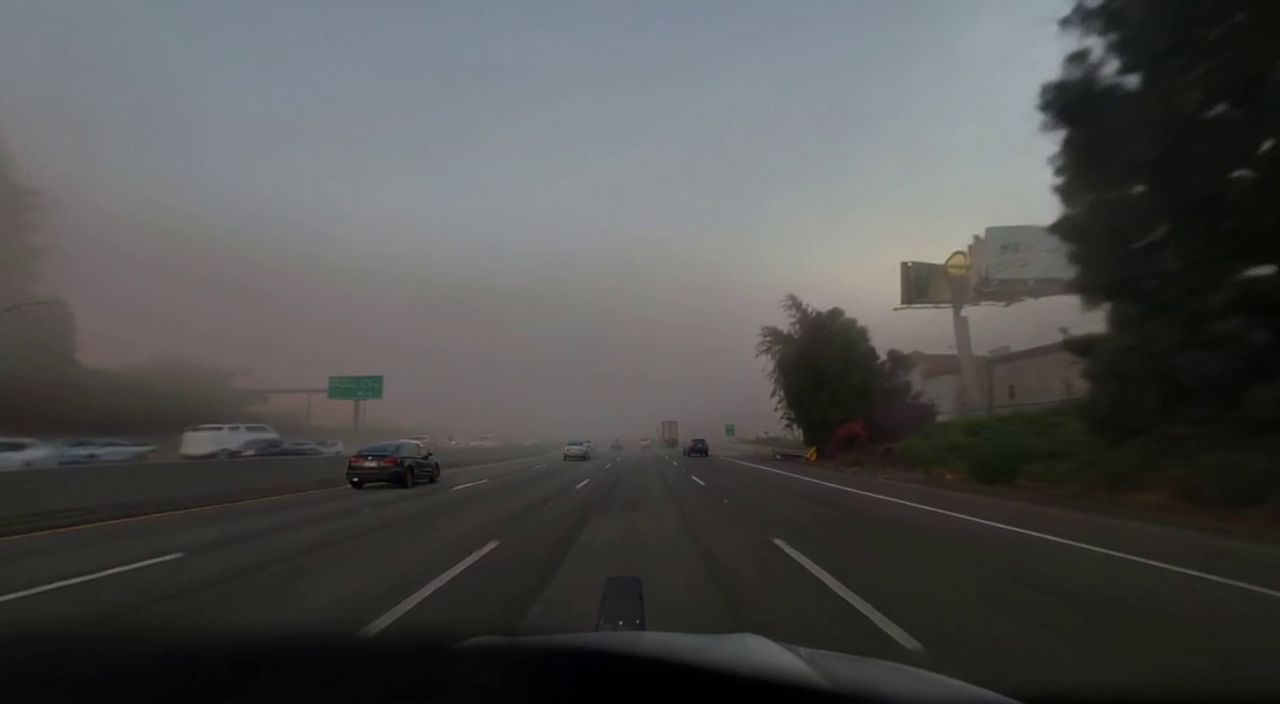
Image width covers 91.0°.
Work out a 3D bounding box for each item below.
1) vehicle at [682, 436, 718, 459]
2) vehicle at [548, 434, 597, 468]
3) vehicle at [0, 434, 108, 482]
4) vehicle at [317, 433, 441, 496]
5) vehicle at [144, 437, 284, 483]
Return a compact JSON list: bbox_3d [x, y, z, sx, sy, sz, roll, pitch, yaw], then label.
[{"bbox_3d":[4.202,6.855,44.975,2.135,1.532,4.506,0,-9,0],"label":"vehicle"},{"bbox_3d":[-3.355,5.047,32.081,2.001,1.577,4.055,0,-9,1],"label":"vehicle"},{"bbox_3d":[-23.148,3.974,23.887,1.964,1.642,4.444,0,-9,0],"label":"vehicle"},{"bbox_3d":[-7.102,3.085,17.569,1.865,1.518,3.620,0,-9,1],"label":"vehicle"},{"bbox_3d":[-16.118,4.102,24.207,1.944,1.535,4.831,0,-9,0],"label":"vehicle"}]
